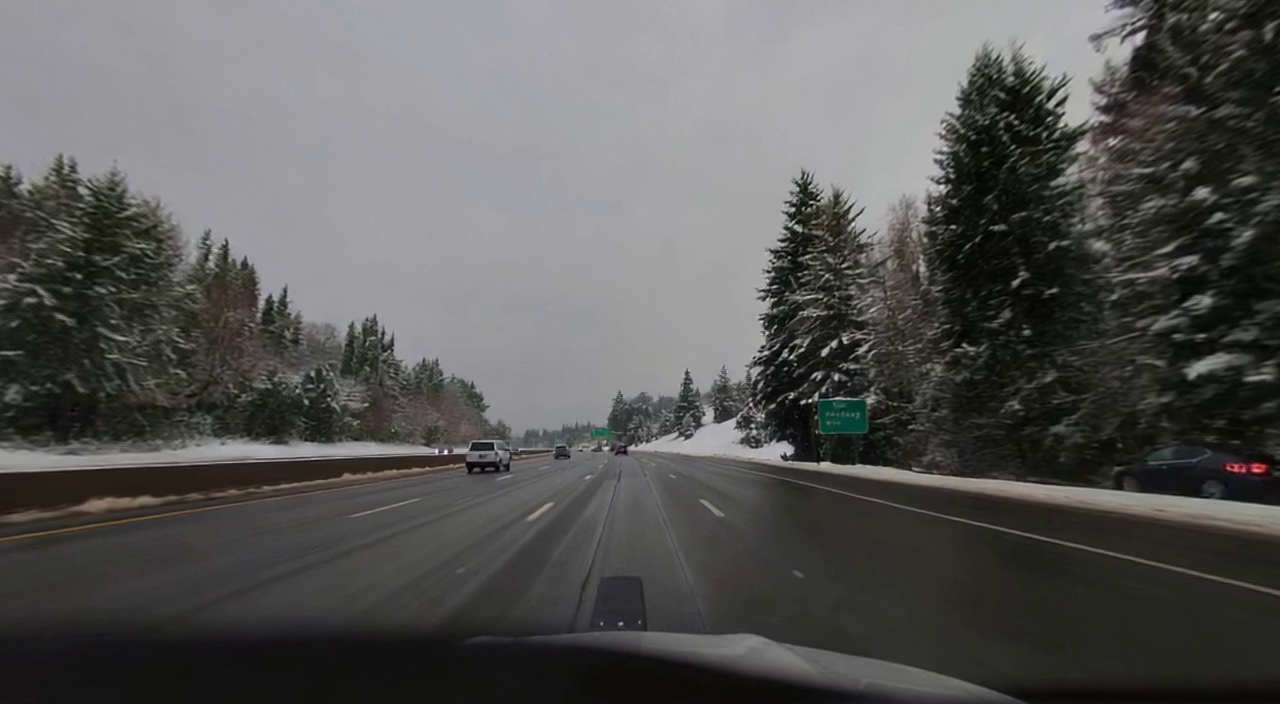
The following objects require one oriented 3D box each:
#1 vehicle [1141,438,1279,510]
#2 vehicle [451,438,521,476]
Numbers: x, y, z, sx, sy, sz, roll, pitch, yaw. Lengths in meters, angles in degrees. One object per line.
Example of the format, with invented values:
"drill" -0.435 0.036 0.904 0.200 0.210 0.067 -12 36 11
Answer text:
"vehicle" 19.341 3.795 20.299 2.270 1.998 5.565 -1 -8 6
"vehicle" -7.528 5.181 31.385 2.179 1.710 5.160 0 -8 0
